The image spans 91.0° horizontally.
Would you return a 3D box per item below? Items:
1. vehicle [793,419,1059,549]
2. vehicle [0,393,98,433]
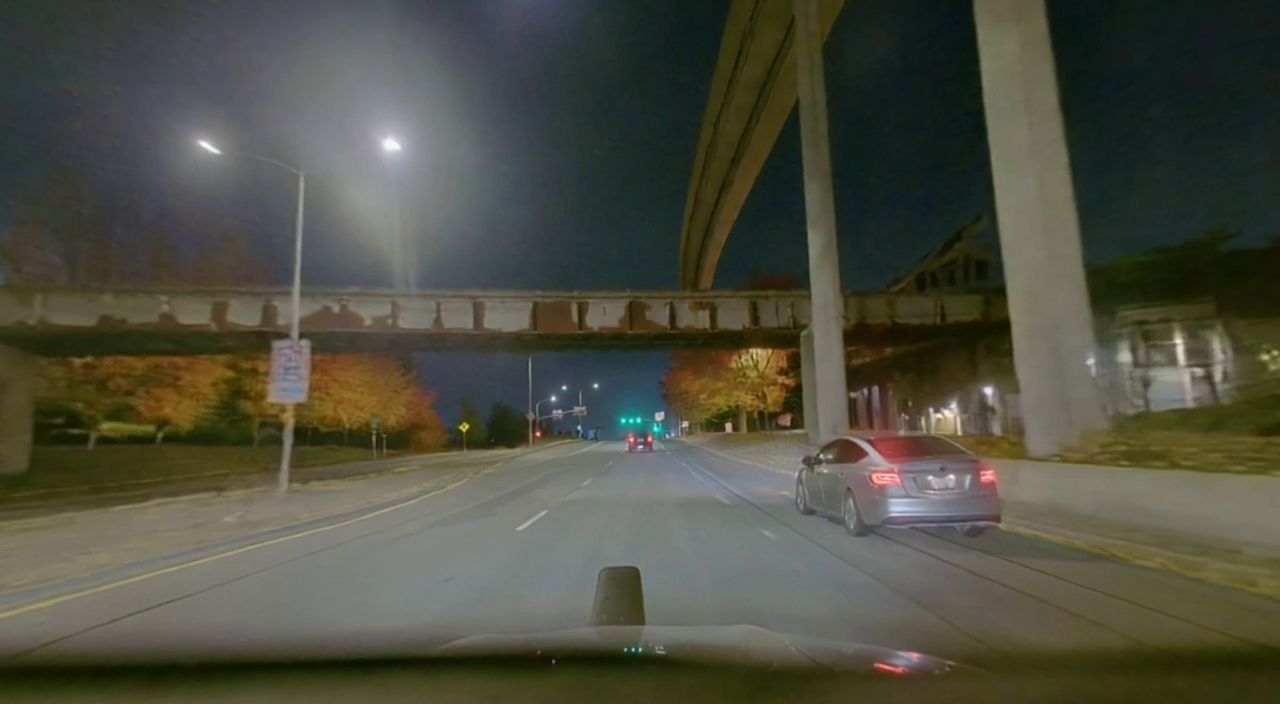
[{"bbox_3d":[4.001,1.932,9.874,2.063,1.542,4.420,0,-9,0],"label":"vehicle"},{"bbox_3d":[-37.243,3.762,38.195,2.256,2.170,6.436,-1,-8,9],"label":"vehicle"}]
